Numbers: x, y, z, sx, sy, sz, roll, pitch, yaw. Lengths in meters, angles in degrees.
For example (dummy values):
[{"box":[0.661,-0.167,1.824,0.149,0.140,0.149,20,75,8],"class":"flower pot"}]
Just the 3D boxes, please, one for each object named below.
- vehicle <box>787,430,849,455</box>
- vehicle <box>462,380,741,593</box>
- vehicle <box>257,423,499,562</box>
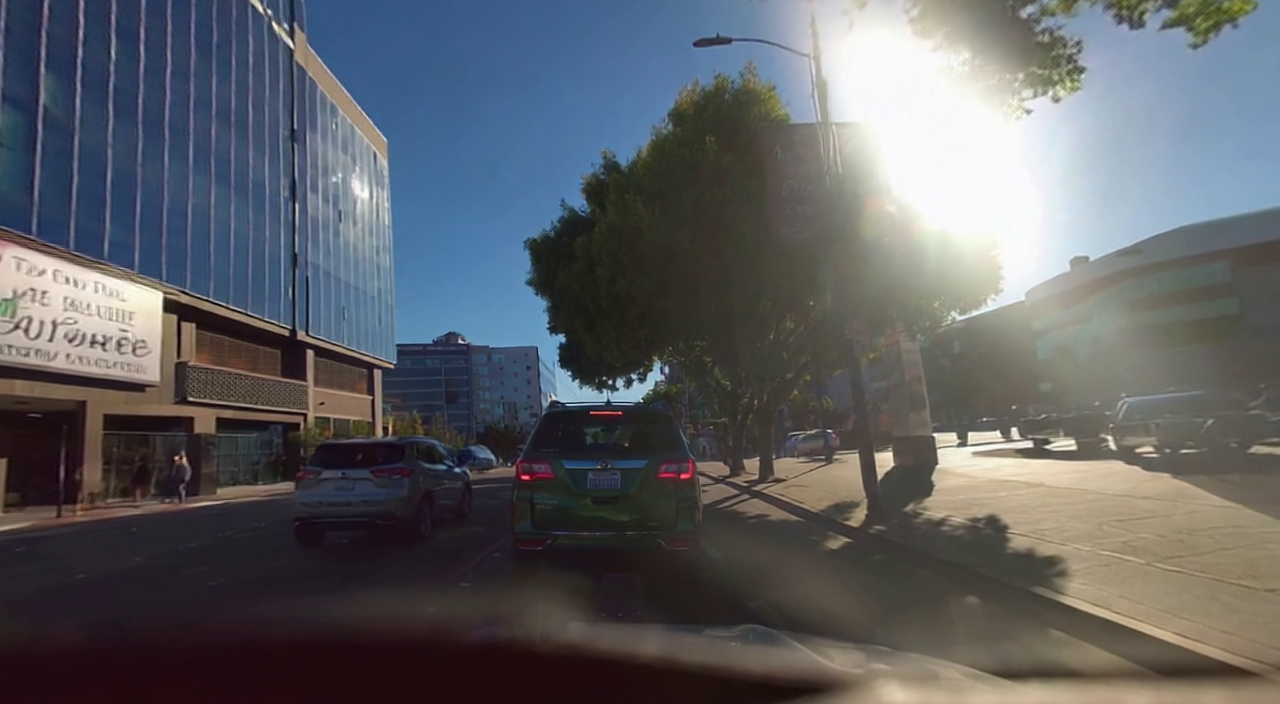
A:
[{"box":[10.610,5.377,37.505,1.877,1.416,3.965,-8,-11,43],"class":"vehicle"},{"box":[-0.416,1.543,8.062,2.531,1.930,4.382,0,-8,-2],"class":"vehicle"},{"box":[-3.689,2.033,9.961,1.971,1.658,4.428,0,-8,-1],"class":"vehicle"}]
